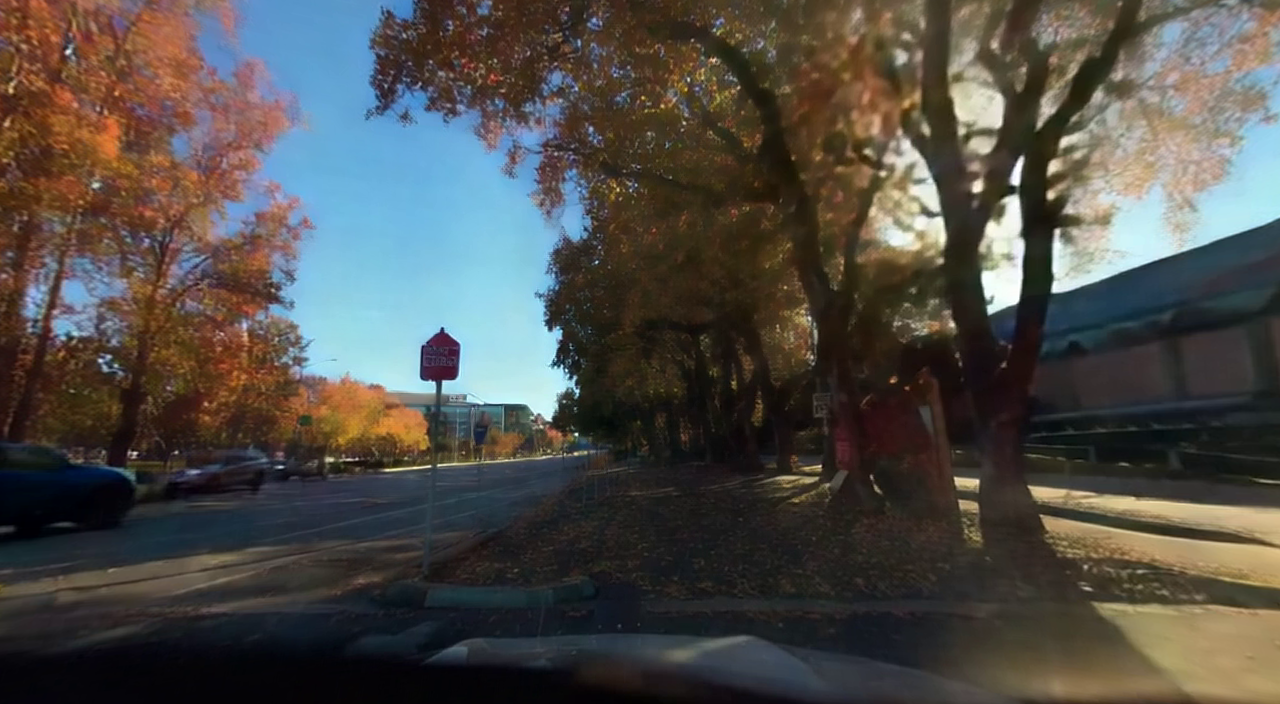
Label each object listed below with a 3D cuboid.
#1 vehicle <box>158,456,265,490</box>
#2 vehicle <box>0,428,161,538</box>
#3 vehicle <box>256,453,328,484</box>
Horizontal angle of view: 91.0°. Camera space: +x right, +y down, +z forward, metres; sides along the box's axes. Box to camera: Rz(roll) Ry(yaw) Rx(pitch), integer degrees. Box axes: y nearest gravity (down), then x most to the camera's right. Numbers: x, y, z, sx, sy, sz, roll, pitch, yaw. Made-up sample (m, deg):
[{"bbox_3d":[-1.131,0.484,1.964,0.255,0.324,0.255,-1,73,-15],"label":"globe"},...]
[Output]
[{"bbox_3d":[-23.639,6.652,34.880,1.907,1.644,4.410,-7,-11,37],"label":"vehicle"},{"bbox_3d":[-13.050,2.519,12.282,5.607,2.012,2.284,6,-10,-33],"label":"vehicle"},{"bbox_3d":[-21.194,7.075,38.417,1.902,1.720,3.248,-6,-10,33],"label":"vehicle"}]
